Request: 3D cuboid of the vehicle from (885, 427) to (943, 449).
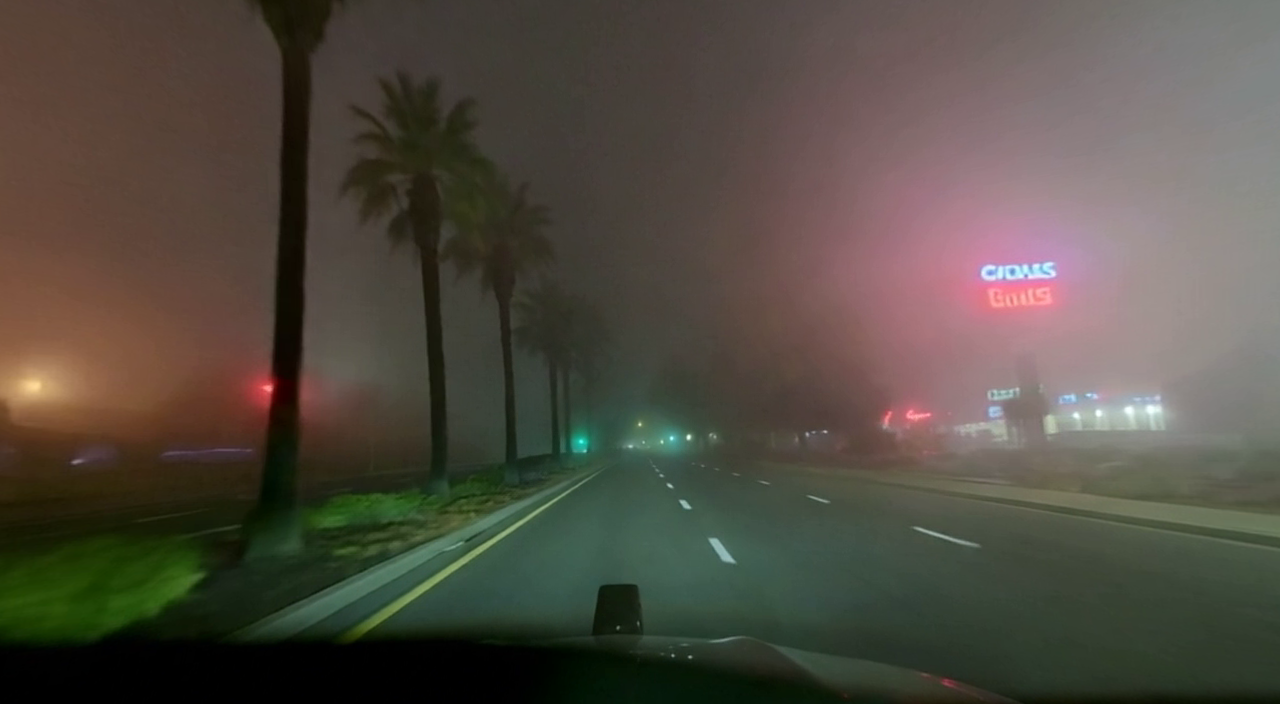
[{"bbox_3d":[19.048,6.026,44.143,1.797,1.425,4.645,0,-8,-2],"label":"vehicle"}]
